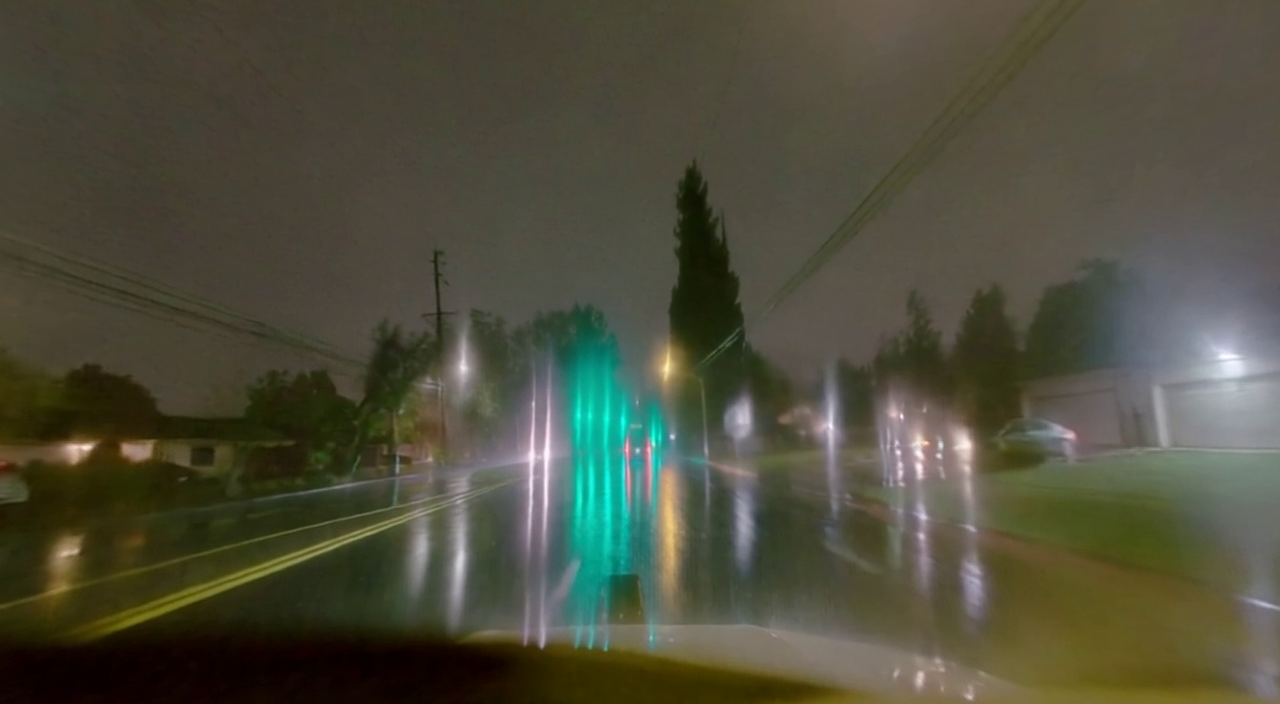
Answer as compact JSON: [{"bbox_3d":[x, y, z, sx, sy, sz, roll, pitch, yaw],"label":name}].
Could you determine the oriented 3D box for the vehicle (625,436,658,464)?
[{"bbox_3d":[0.046,6.841,44.154,2.215,1.799,4.426,0,-8,-2],"label":"vehicle"}]

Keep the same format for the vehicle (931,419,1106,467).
[{"bbox_3d":[12.096,2.939,20.413,4.415,1.467,1.865,0,-8,0],"label":"vehicle"}]

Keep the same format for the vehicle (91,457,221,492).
[{"bbox_3d":[-22.197,5.623,29.111,4.363,1.503,1.859,0,-8,-3],"label":"vehicle"}]
